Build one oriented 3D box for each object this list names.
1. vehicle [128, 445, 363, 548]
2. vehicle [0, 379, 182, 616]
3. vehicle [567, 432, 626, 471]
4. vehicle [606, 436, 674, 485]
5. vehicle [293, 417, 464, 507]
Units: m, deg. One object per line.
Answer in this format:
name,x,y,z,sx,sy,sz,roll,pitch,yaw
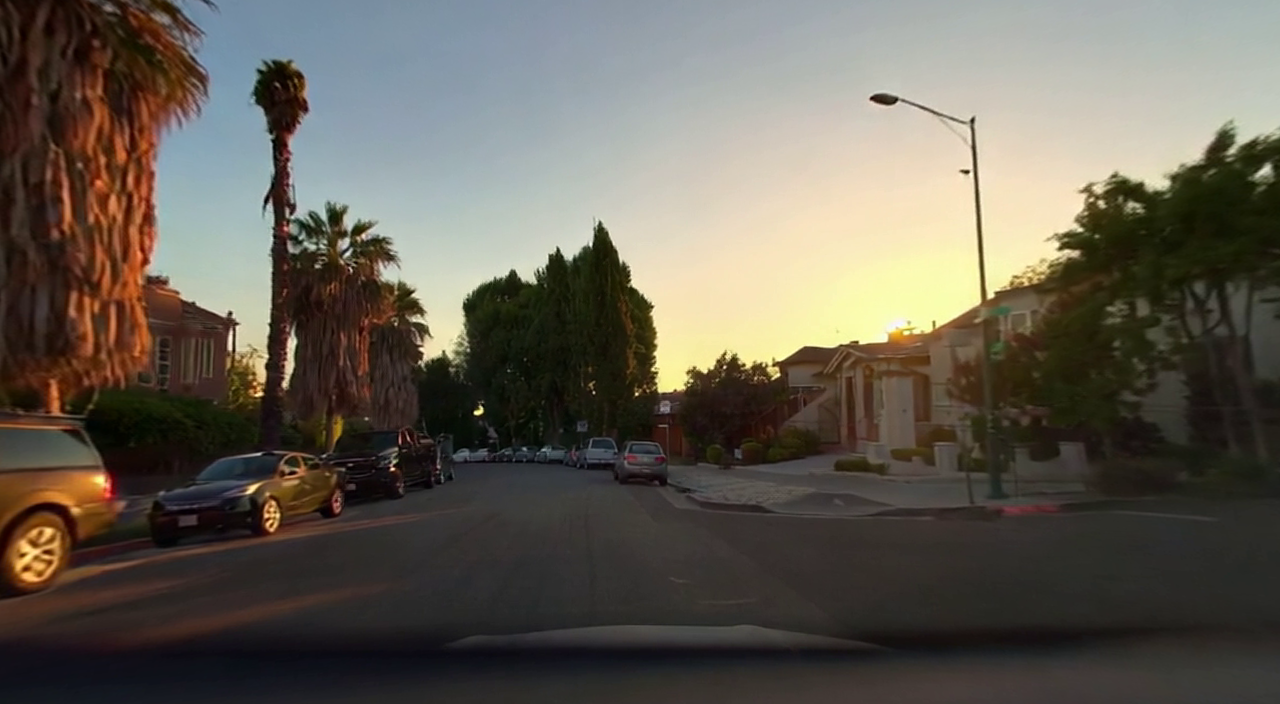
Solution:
vehicle,-7.098,2.565,11.977,1.875,1.585,4.184,0,-8,-3
vehicle,-7.147,1.213,4.930,2.556,2.156,6.159,0,-8,-2
vehicle,-2.506,5.491,35.011,2.139,1.997,4.864,3,-9,-17
vehicle,-0.109,4.042,23.838,2.076,1.658,4.604,1,-8,-6
vehicle,-7.317,3.180,18.714,2.624,2.178,6.522,1,-8,-4
